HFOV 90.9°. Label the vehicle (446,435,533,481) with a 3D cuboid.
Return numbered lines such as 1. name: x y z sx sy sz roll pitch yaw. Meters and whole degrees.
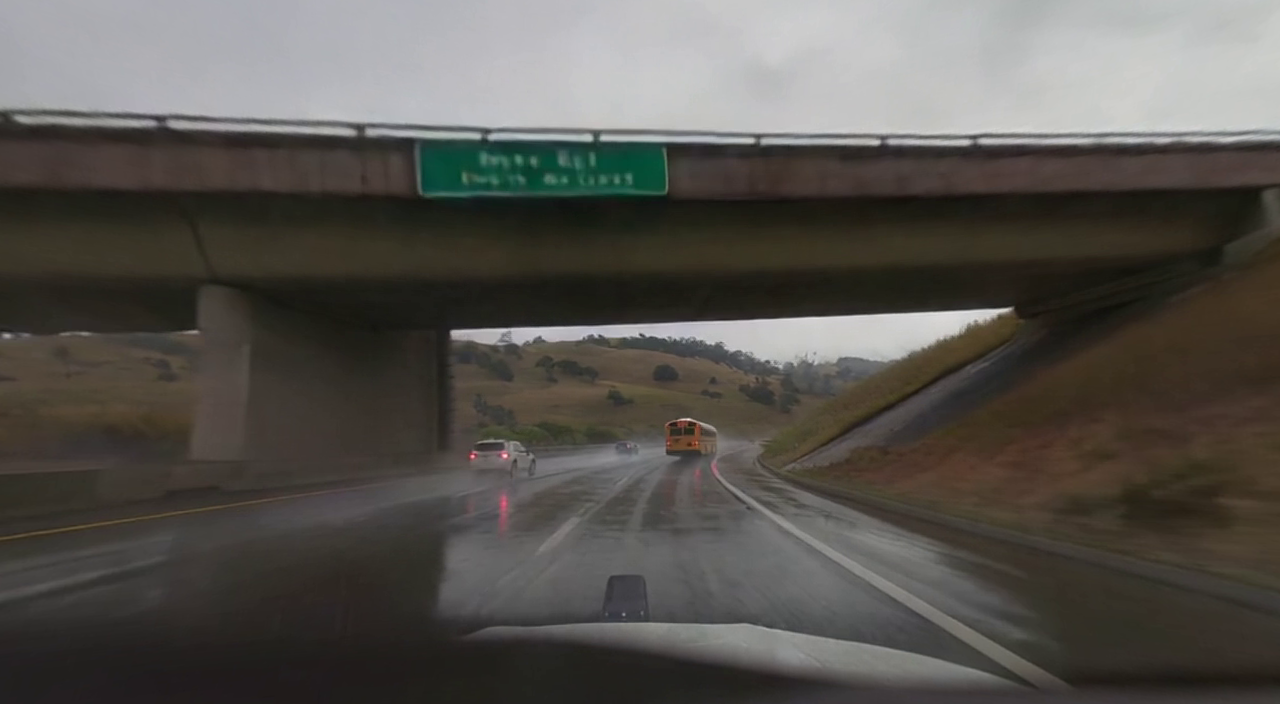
1. vehicle: -6.066 4.339 26.083 2.172 1.689 4.625 0 -8 4
